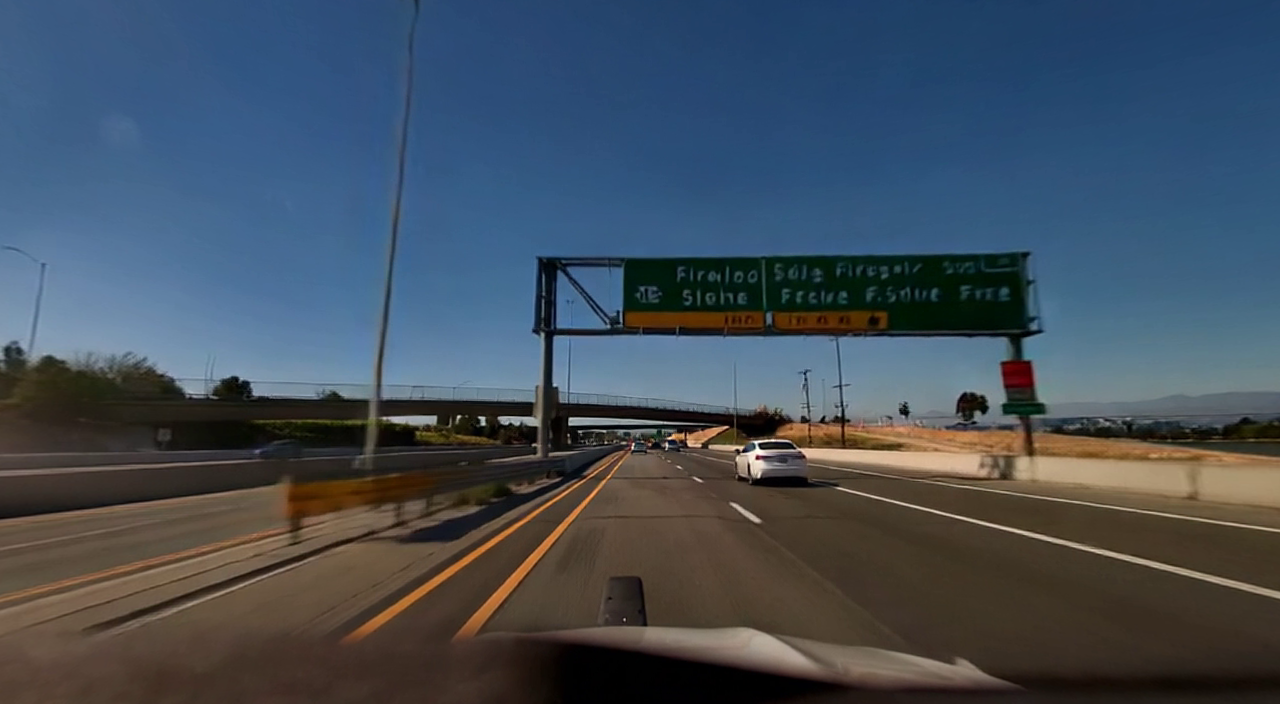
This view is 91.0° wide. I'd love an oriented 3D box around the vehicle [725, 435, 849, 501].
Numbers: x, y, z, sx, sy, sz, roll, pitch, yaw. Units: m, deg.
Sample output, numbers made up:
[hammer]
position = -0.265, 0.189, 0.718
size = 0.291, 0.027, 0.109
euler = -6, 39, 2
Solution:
[vehicle]
position = 3.621, 2.941, 16.480
size = 2.091, 1.482, 4.522
euler = 0, -8, -1
